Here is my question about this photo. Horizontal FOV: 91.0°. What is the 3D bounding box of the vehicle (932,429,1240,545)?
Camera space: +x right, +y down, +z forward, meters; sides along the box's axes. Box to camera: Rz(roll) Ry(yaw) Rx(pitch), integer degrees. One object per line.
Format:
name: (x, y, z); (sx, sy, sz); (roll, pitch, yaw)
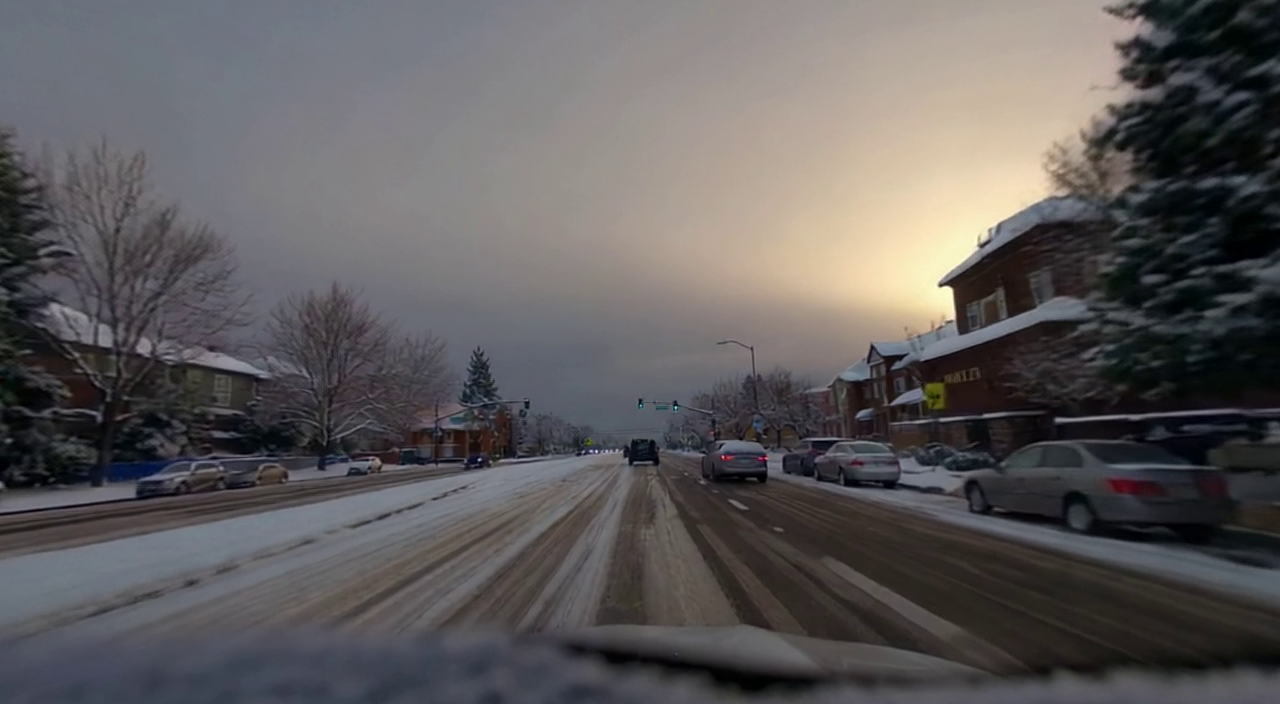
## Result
vehicle: (6.994, 2.137, 10.661); (2.028, 1.532, 4.379); (0, -8, 1)

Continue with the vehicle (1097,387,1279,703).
vehicle: (3.299, 0.666, 0.830); (1.977, 1.498, 4.521); (0, -8, 0)

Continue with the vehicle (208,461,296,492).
vehicle: (-21.929, 7.025, 35.826); (1.930, 1.542, 4.817); (0, -8, 0)

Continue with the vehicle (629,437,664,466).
vehicle: (0.444, 6.717, 42.628); (2.239, 1.856, 4.815); (0, -8, 0)

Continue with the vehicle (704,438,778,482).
vehicle: (3.868, 4.213, 24.909); (2.178, 1.546, 4.311); (0, -8, 0)

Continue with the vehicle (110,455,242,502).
vehicle: (-21.895, 5.929, 30.083); (2.142, 1.900, 5.489); (0, -8, 0)

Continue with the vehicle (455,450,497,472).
vehicle: (-12.177, 8.093, 47.017); (1.988, 1.508, 4.650); (0, -8, -1)

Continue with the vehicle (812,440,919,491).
vehicle: (7.326, 3.716, 20.993); (1.928, 1.480, 4.464); (0, -8, 1)
